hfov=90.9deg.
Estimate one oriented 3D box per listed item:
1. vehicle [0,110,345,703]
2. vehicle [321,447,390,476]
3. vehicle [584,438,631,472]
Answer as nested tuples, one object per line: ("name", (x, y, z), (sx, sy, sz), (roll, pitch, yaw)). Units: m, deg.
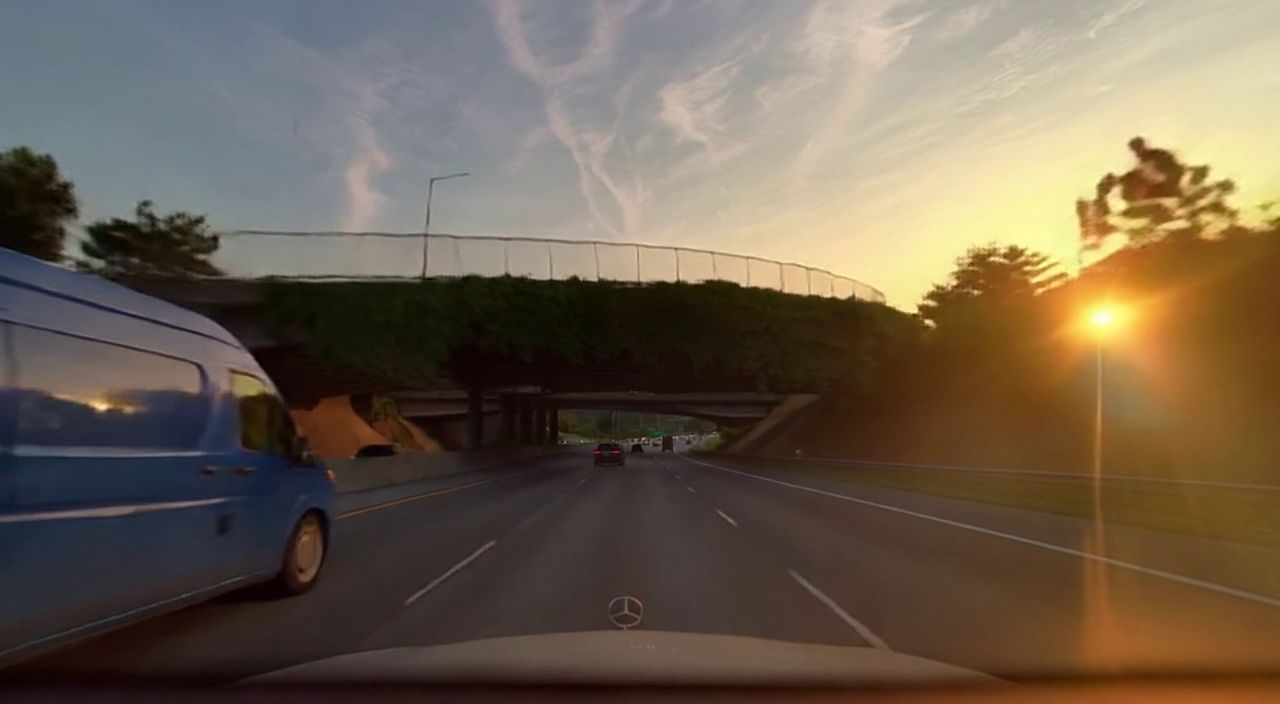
("vehicle", (-4.083, 0.309, 2.999), (2.382, 2.736, 5.982), (0, -9, 0))
("vehicle", (-16.345, 6.297, 36.478), (1.893, 1.505, 4.505), (0, -9, 0))
("vehicle", (-1.661, 5.496, 33.814), (2.183, 1.662, 3.968), (0, -9, 2))
